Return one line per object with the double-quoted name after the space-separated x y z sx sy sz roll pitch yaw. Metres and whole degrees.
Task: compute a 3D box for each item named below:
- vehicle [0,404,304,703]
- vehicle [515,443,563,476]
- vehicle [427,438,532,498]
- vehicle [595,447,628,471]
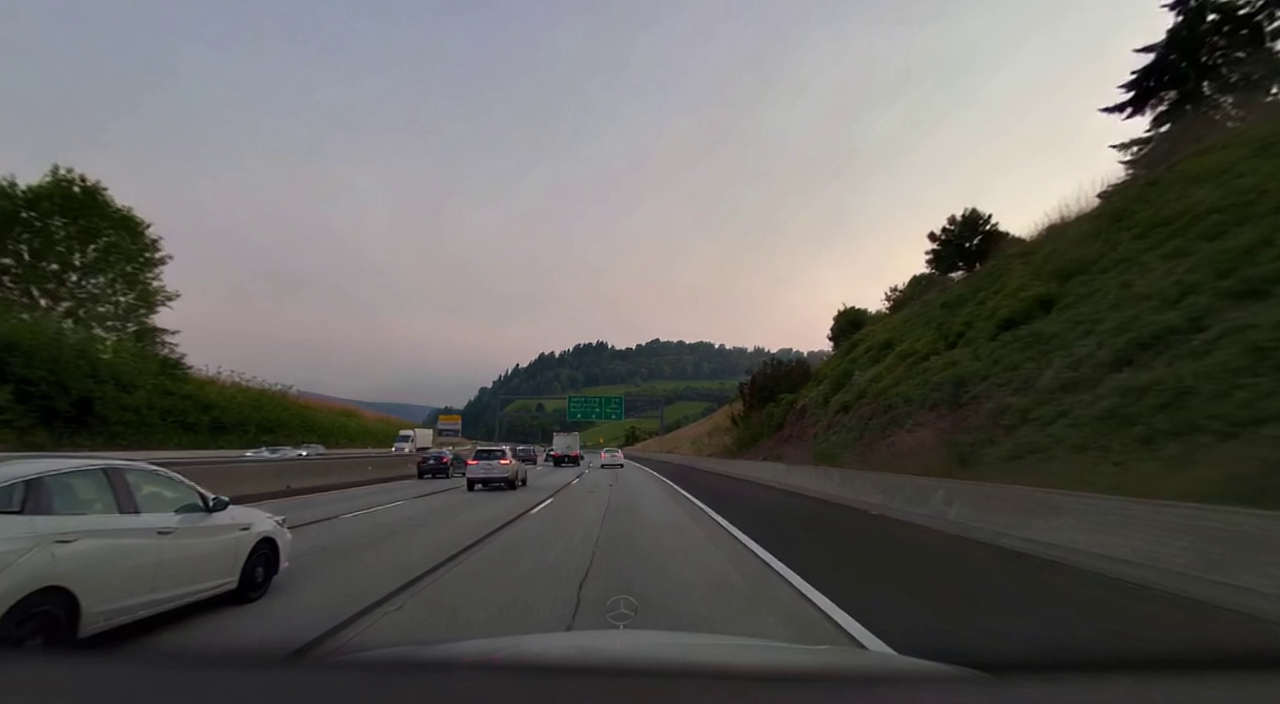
-3.815 1.067 3.322 1.892 1.492 3.940 0 -9 0 "vehicle"
-5.406 5.798 34.270 2.118 1.624 4.032 0 -9 -2 "vehicle"
-4.826 3.552 19.638 2.208 1.619 4.162 0 -9 -1 "vehicle"
-1.896 6.895 40.910 1.988 1.440 4.201 0 -9 -4 "vehicle"
